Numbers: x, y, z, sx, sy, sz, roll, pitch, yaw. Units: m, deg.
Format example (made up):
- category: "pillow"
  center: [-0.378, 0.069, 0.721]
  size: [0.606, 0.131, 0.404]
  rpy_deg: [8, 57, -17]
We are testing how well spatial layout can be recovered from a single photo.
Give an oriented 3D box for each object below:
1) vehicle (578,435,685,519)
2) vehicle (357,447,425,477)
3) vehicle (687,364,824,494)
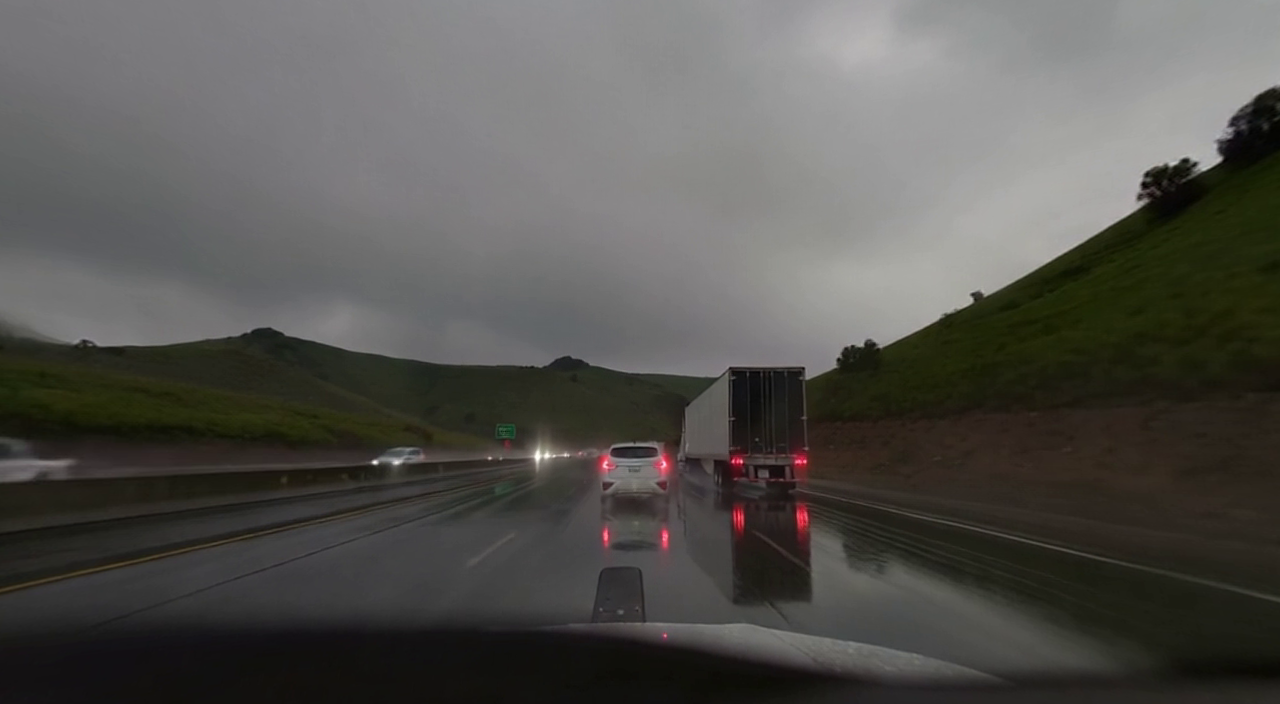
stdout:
- category: "vehicle"
  center: [-0.195, 2.781, 14.464]
  size: [2.109, 1.639, 3.768]
  rpy_deg: [0, -9, -1]
- category: "vehicle"
  center: [-12.789, 5.672, 32.739]
  size: [1.832, 1.430, 4.440]
  rpy_deg: [0, -9, -2]
- category: "vehicle"
  center: [4.077, 3.467, 26.592]
  size: [2.812, 4.024, 14.098]
  rpy_deg: [0, -9, -1]
